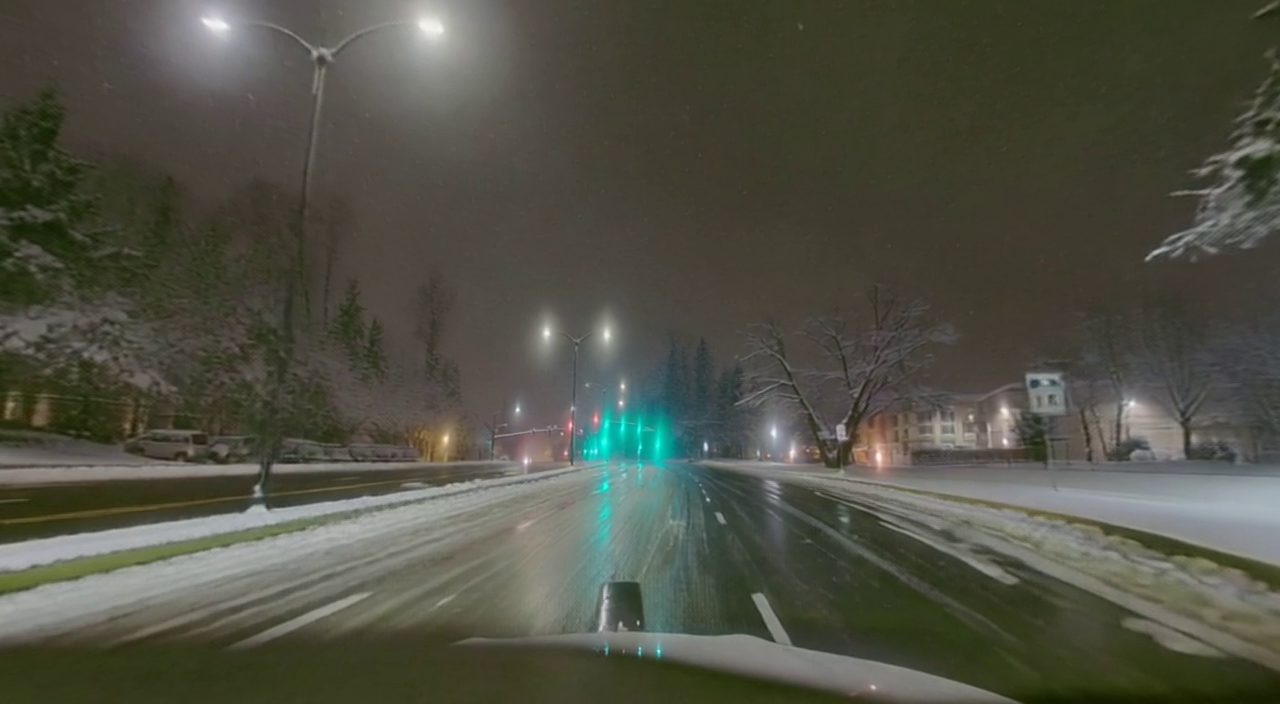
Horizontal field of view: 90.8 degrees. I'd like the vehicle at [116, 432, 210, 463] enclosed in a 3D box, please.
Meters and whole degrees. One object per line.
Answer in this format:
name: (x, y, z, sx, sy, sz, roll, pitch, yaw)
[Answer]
vehicle: (-32.650, 6.543, 43.397, 4.579, 1.962, 2.161, 1, -9, -16)
